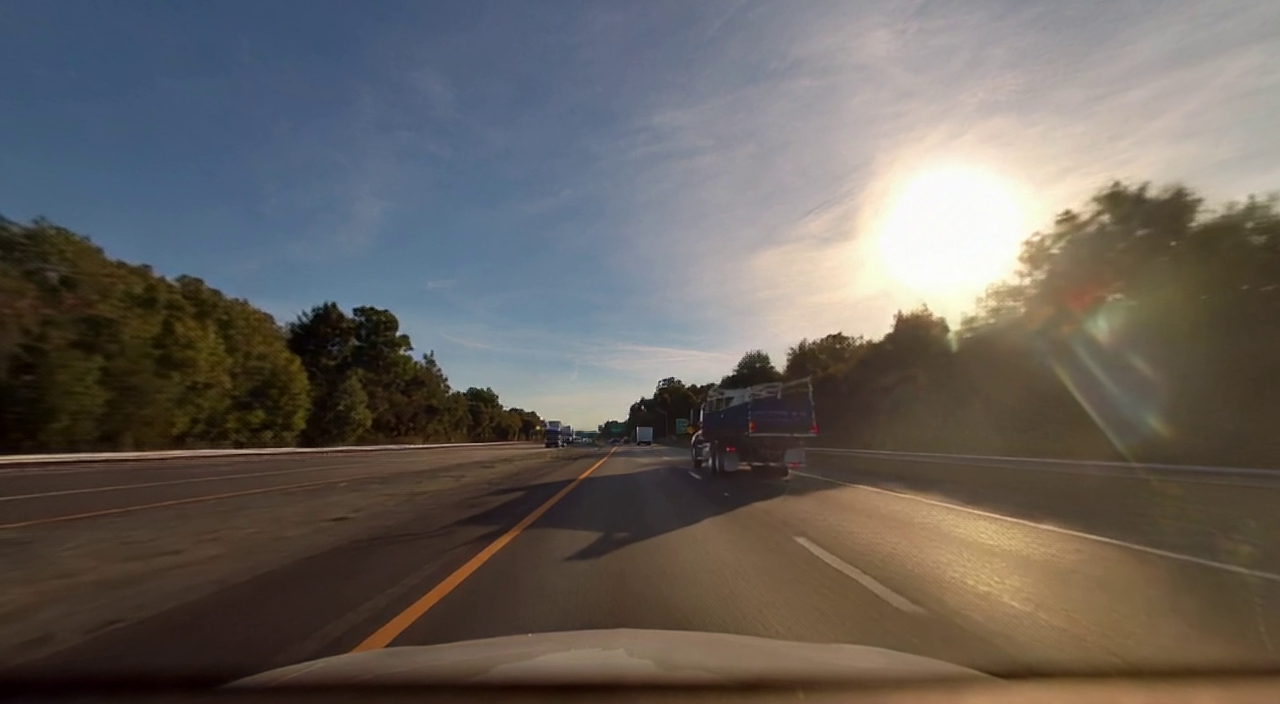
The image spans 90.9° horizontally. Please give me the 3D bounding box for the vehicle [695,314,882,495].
[{"bbox_3d":[3.705,1.854,19.283,2.911,3.994,10.840,0,-8,-1],"label":"vehicle"}]
